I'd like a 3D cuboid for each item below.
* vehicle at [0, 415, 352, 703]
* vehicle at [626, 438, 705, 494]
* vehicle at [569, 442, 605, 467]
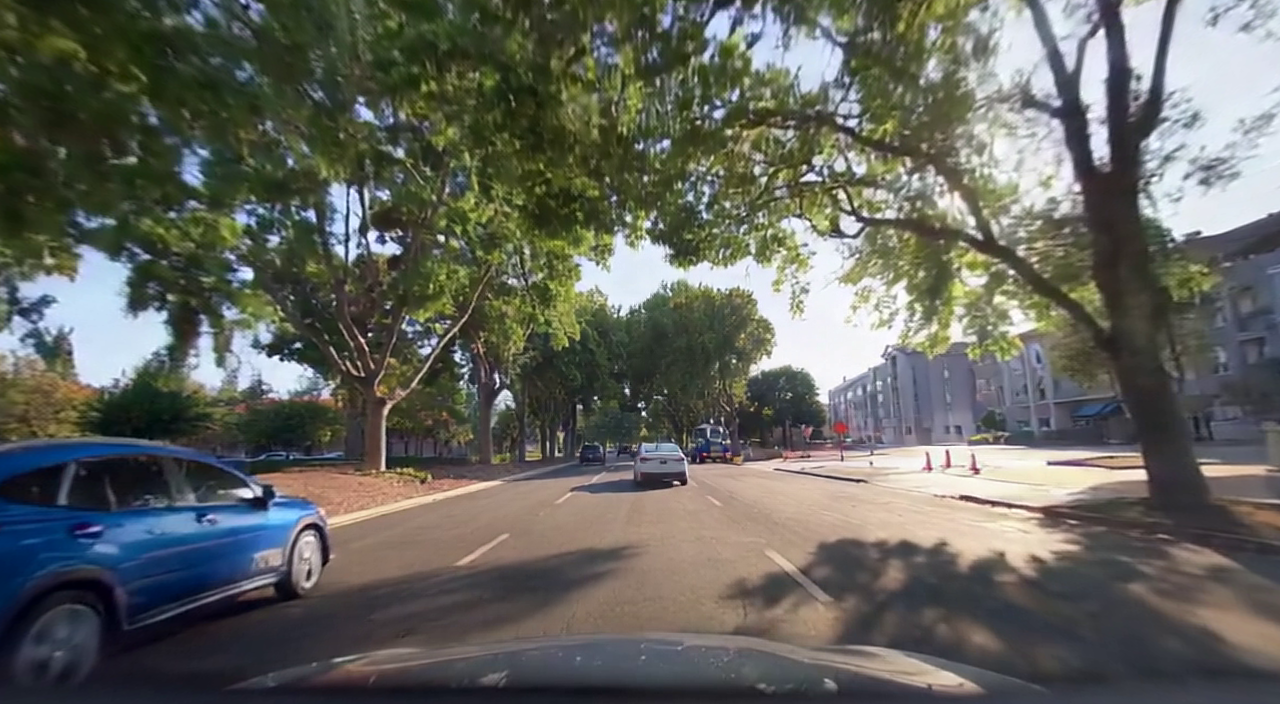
[{"bbox_3d":[-4.048,1.248,4.138,2.003,1.507,4.808,-1,-9,1],"label":"vehicle"},{"bbox_3d":[0.657,3.312,18.656,2.086,1.466,4.026,0,-8,-1],"label":"vehicle"},{"bbox_3d":[-3.594,7.052,43.554,2.062,1.641,4.193,0,-9,1],"label":"vehicle"}]
